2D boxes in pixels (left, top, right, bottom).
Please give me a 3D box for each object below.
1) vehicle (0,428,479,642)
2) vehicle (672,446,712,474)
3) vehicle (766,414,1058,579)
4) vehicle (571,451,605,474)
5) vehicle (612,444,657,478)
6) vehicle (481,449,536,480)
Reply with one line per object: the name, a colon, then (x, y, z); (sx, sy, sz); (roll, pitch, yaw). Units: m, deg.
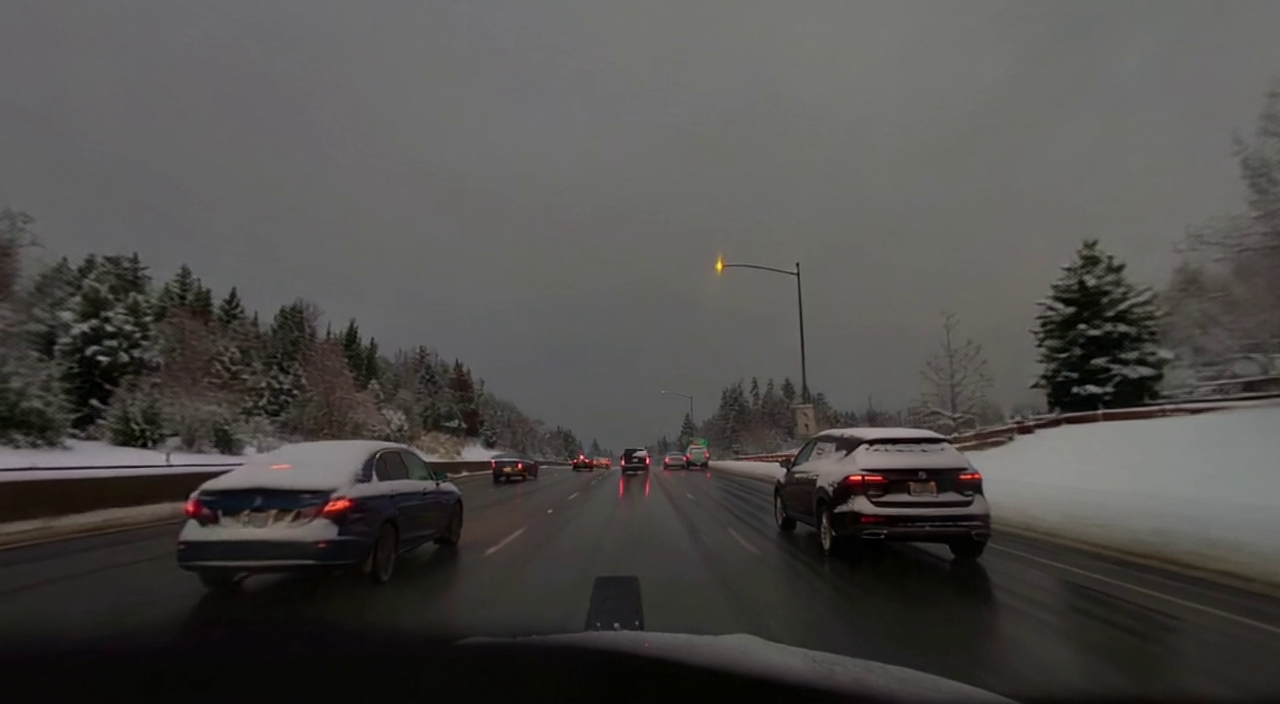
vehicle: (-3.507, 1.667, 6.982); (2.130, 1.514, 4.766); (0, -8, 1)
vehicle: (3.440, 7.189, 42.403); (2.320, 1.735, 4.408); (0, -8, 0)
vehicle: (3.326, 1.856, 8.977); (2.029, 1.716, 4.545); (0, -8, -1)
vehicle: (-3.657, 7.860, 45.133); (1.968, 1.473, 4.209); (0, -8, 1)
vehicle: (-0.295, 6.114, 35.702); (2.408, 1.748, 4.217); (0, -8, 0)
vehicle: (-6.947, 6.009, 33.903); (1.980, 1.519, 4.147); (0, -8, 1)
